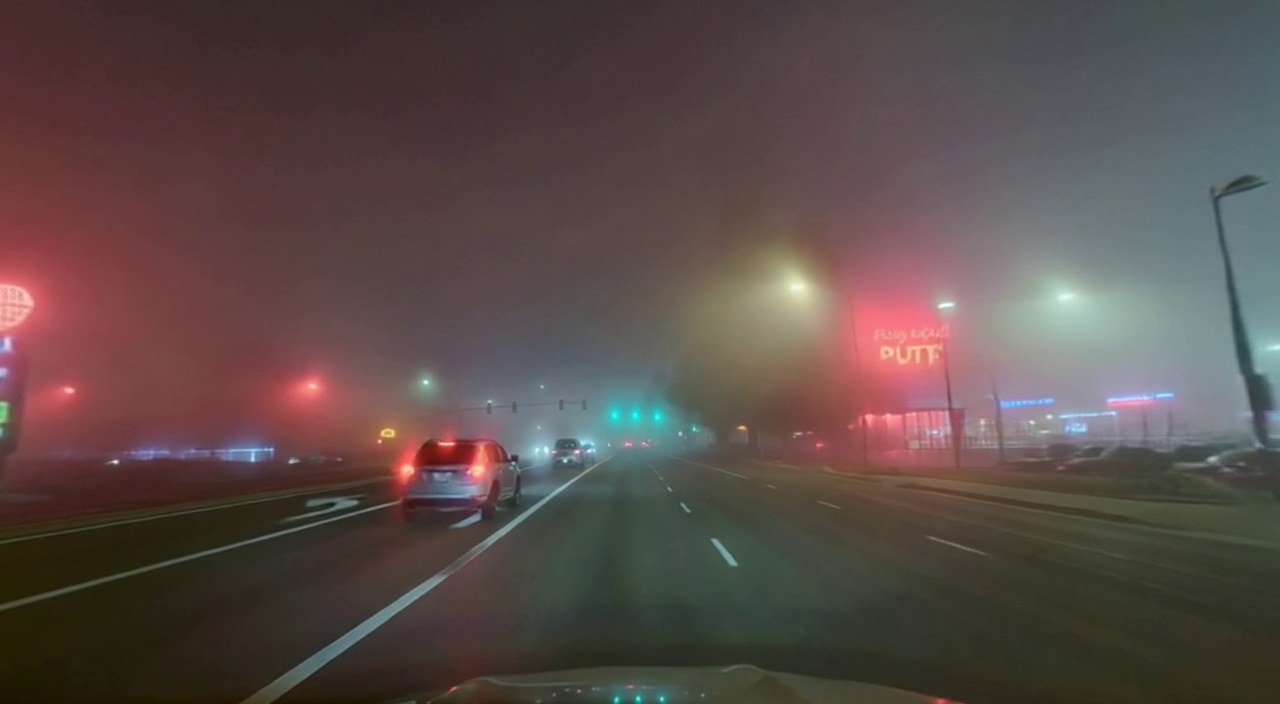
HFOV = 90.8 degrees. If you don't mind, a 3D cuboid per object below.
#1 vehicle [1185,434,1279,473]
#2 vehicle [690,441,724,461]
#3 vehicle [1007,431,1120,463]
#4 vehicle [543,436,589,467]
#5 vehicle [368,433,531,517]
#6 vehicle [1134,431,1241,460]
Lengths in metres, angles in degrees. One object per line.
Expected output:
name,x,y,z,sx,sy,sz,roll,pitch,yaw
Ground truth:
vehicle,25.208,4.027,25.182,4.799,1.497,1.952,-4,-9,22
vehicle,5.070,7.565,48.474,2.017,1.453,4.497,0,-8,-2
vehicle,23.421,5.281,35.187,4.824,1.693,1.984,-3,-9,21
vehicle,-4.163,5.675,36.293,2.143,1.643,4.336,0,-8,0
vehicle,-3.848,2.560,13.773,2.097,1.497,4.571,0,-8,1
vehicle,30.473,5.233,35.313,3.985,1.490,2.047,-4,-9,25
